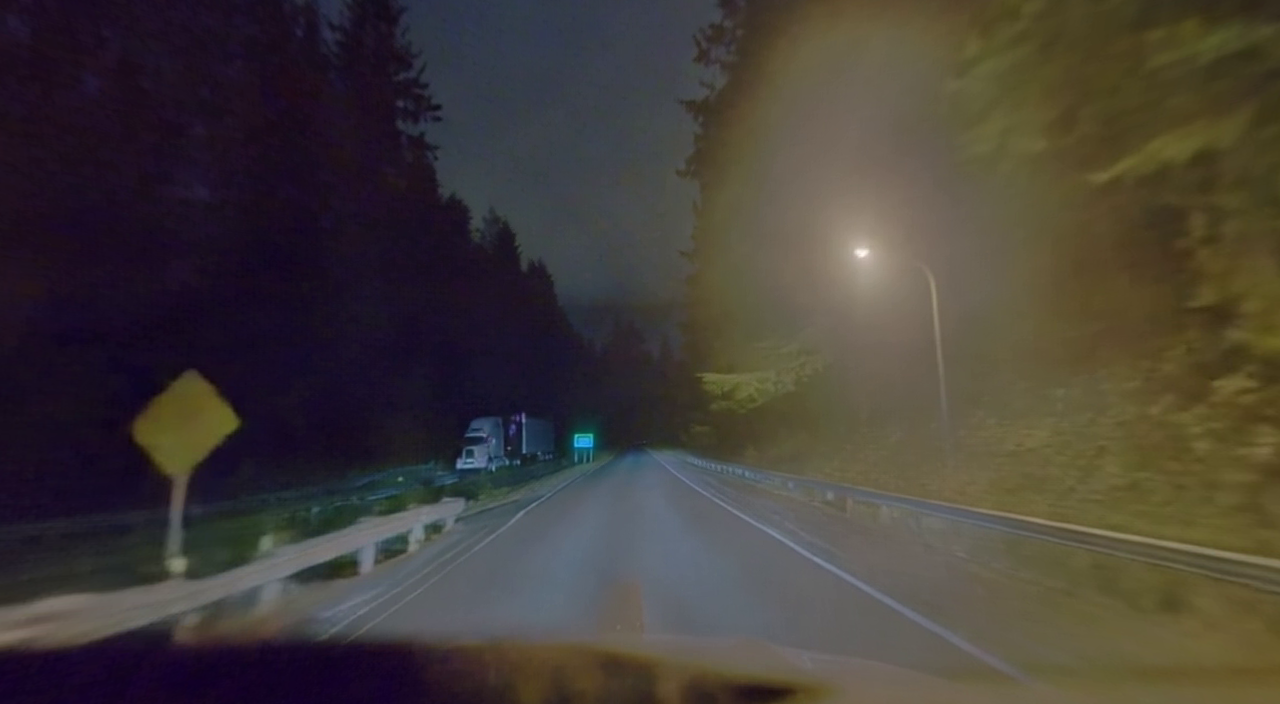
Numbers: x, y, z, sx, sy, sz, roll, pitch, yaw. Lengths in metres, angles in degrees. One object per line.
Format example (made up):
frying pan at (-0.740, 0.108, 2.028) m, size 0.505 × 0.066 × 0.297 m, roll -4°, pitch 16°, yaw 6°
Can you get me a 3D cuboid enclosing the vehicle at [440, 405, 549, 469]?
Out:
vehicle at (-9.668, 6.053, 43.486) m, size 5.596 × 3.130 × 8.972 m, roll -3°, pitch -14°, yaw -2°
